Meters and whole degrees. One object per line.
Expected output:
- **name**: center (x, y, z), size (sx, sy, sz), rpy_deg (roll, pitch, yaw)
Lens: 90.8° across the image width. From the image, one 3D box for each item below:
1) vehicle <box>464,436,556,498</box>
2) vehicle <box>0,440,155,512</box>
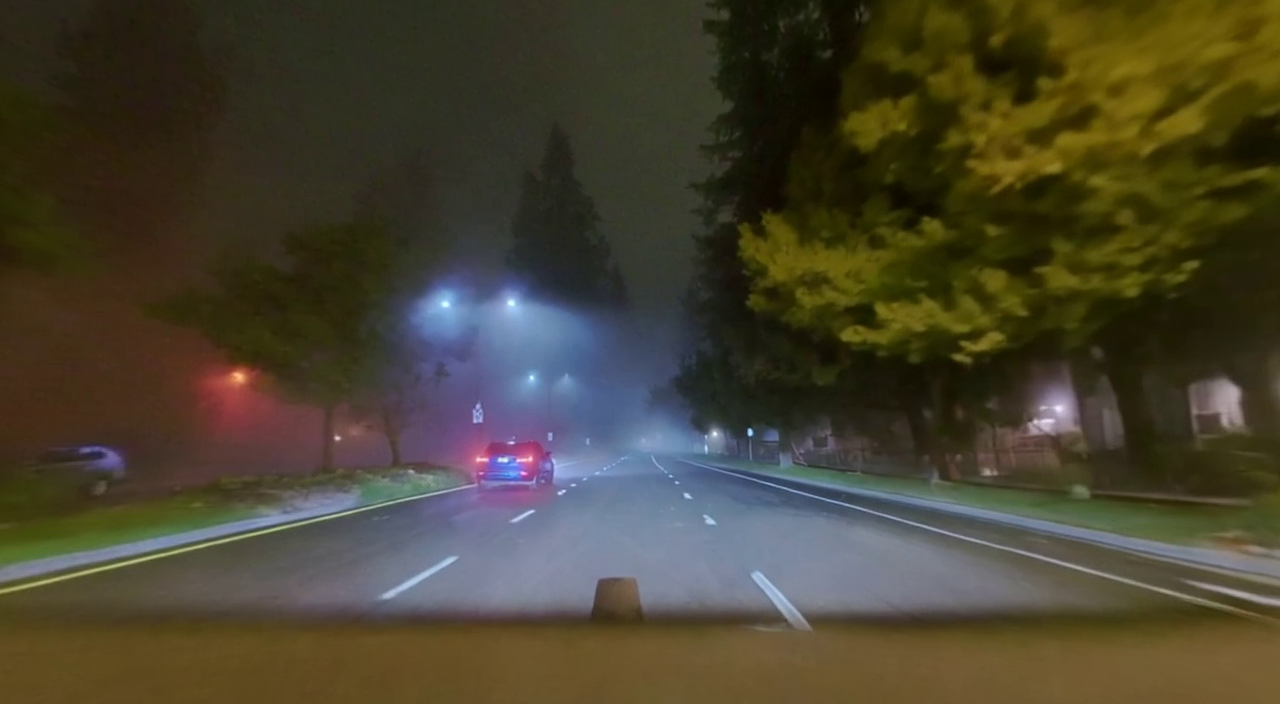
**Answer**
- **vehicle**: center (-3.996, 3.601, 20.221), size (1.993, 1.733, 4.262), rpy_deg (0, -9, 1)
- **vehicle**: center (-16.691, 3.378, 17.727), size (2.202, 1.724, 4.934), rpy_deg (0, -9, 1)
